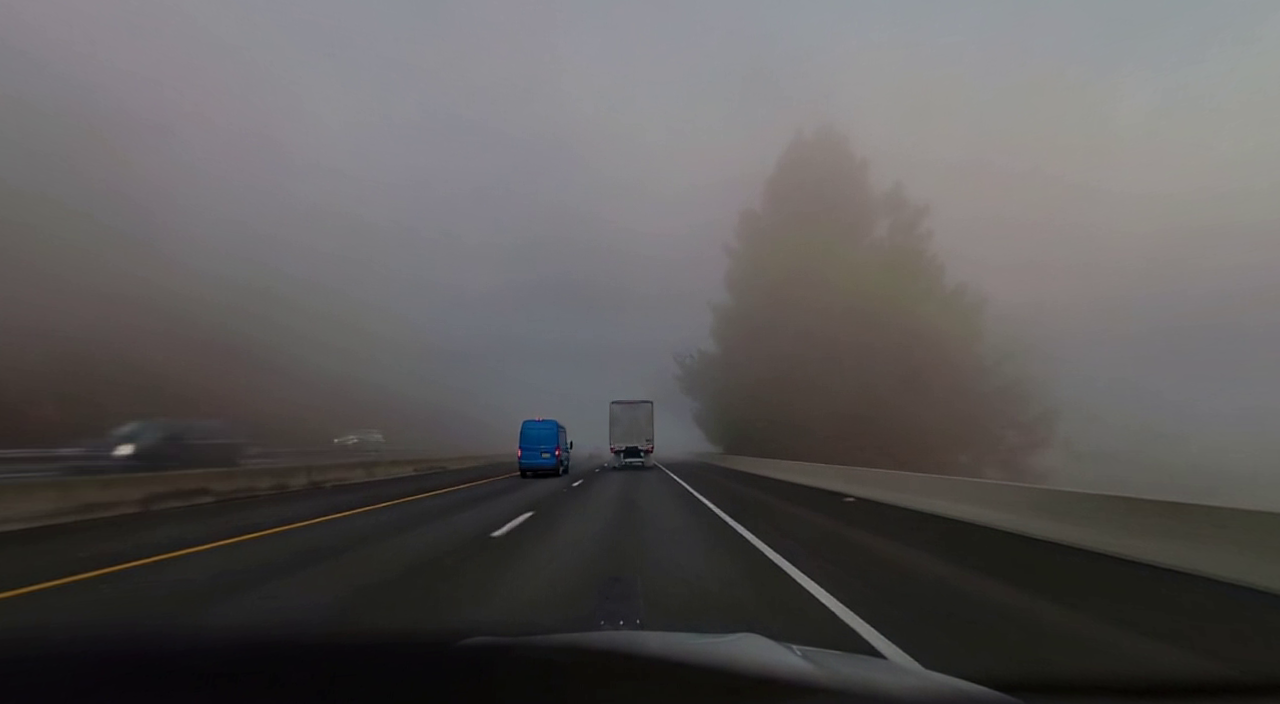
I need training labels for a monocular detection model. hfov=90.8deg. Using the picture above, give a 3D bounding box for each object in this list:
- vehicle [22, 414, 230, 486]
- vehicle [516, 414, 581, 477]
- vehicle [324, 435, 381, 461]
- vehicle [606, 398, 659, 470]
[{"bbox_3d":[-13.089,2.556,16.496,1.994,1.636,4.057,0,-9,0],"label":"vehicle"},{"bbox_3d":[-4.395,4.680,31.426,2.357,2.786,6.144,0,-9,-1],"label":"vehicle"},{"bbox_3d":[-17.475,5.891,38.524,1.757,1.478,3.711,0,-9,-1],"label":"vehicle"},{"bbox_3d":[-0.448,5.436,40.667,2.995,4.036,10.311,0,-9,0],"label":"vehicle"}]
